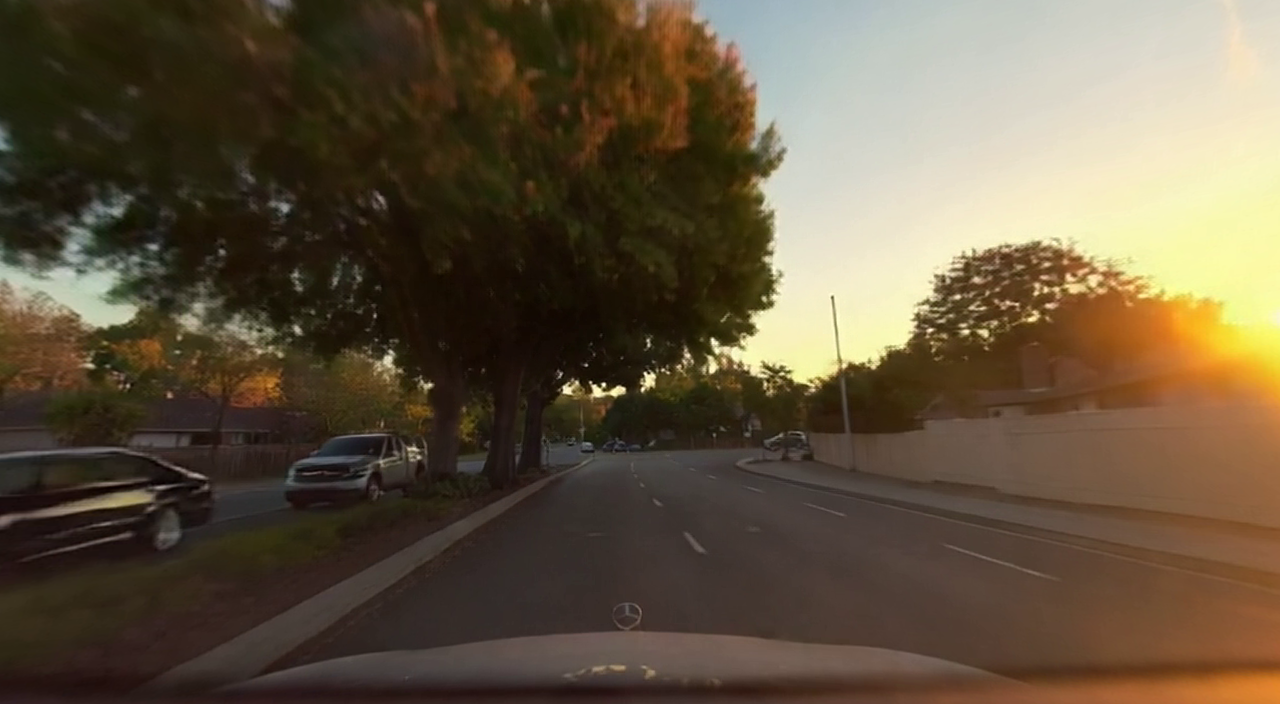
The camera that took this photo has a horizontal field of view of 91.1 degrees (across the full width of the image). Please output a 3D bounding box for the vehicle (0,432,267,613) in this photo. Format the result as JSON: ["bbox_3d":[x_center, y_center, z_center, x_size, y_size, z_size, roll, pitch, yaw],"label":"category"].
[{"bbox_3d":[-6.241,1.626,6.767,1.888,1.476,4.286,0,-8,-2],"label":"vehicle"}]

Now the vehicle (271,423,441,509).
[{"bbox_3d":[-6.809,2.764,15.808,2.196,1.809,4.857,1,-8,-3],"label":"vehicle"}]
